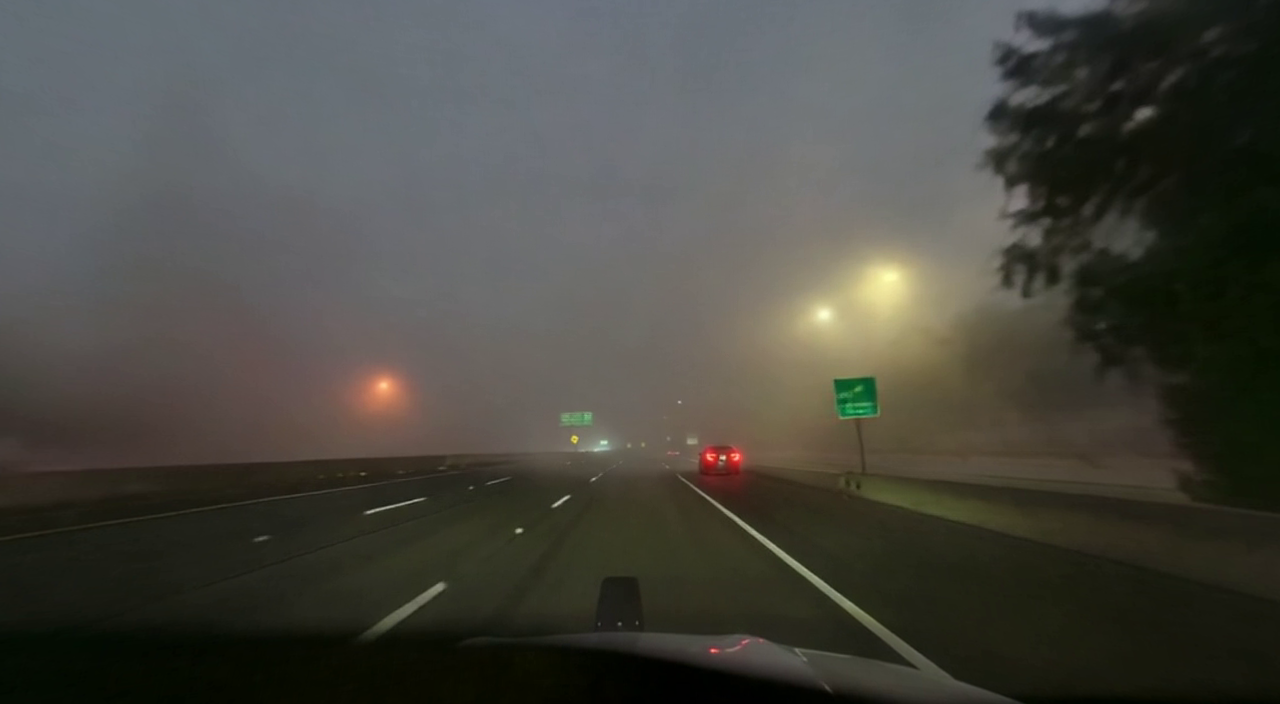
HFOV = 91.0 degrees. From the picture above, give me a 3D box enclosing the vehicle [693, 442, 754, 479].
[{"bbox_3d":[3.545,4.696,27.547,2.033,1.501,4.398,0,-9,-1],"label":"vehicle"}]
